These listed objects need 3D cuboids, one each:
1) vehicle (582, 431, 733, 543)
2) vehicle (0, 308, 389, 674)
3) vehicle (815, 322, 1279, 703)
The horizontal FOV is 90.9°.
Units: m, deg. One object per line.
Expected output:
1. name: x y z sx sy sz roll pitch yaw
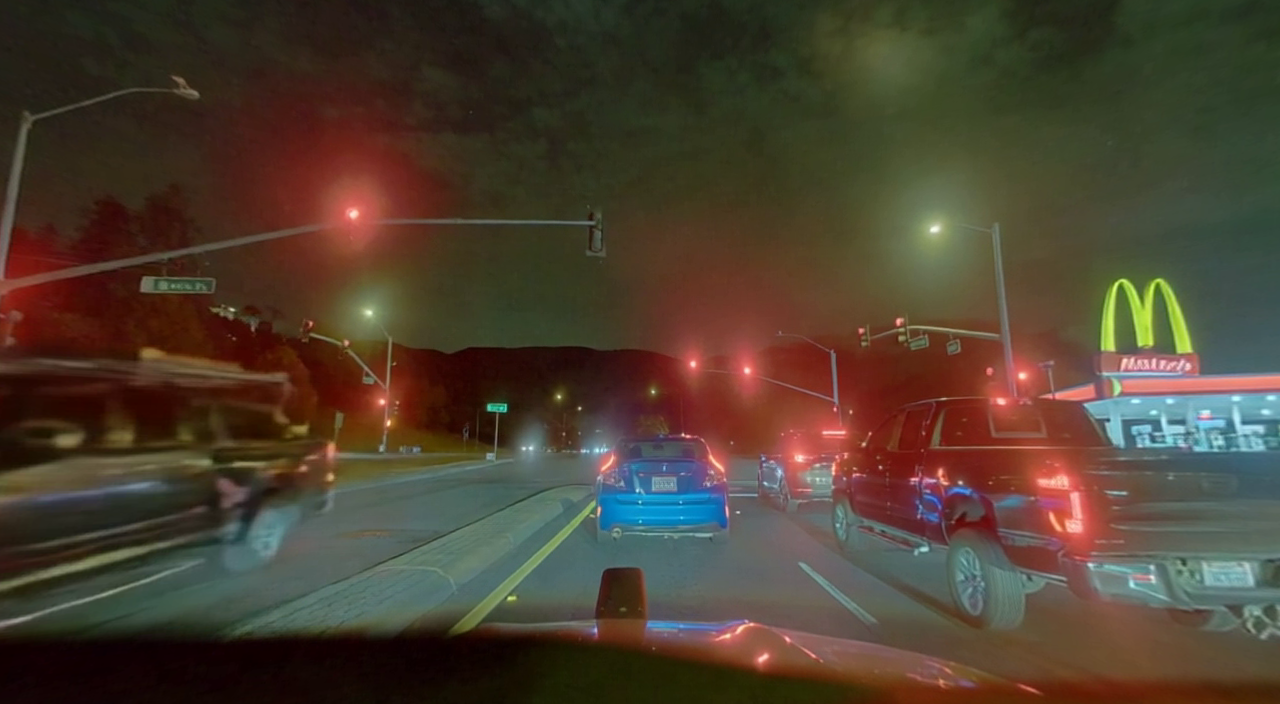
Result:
1. vehicle: 0.239 2.118 10.513 2.027 1.494 3.824 0 -8 0
2. vehicle: -4.814 1.027 5.581 2.615 2.031 5.638 2 -8 2
3. vehicle: 3.561 1.242 5.585 2.277 1.871 6.143 0 -8 0
